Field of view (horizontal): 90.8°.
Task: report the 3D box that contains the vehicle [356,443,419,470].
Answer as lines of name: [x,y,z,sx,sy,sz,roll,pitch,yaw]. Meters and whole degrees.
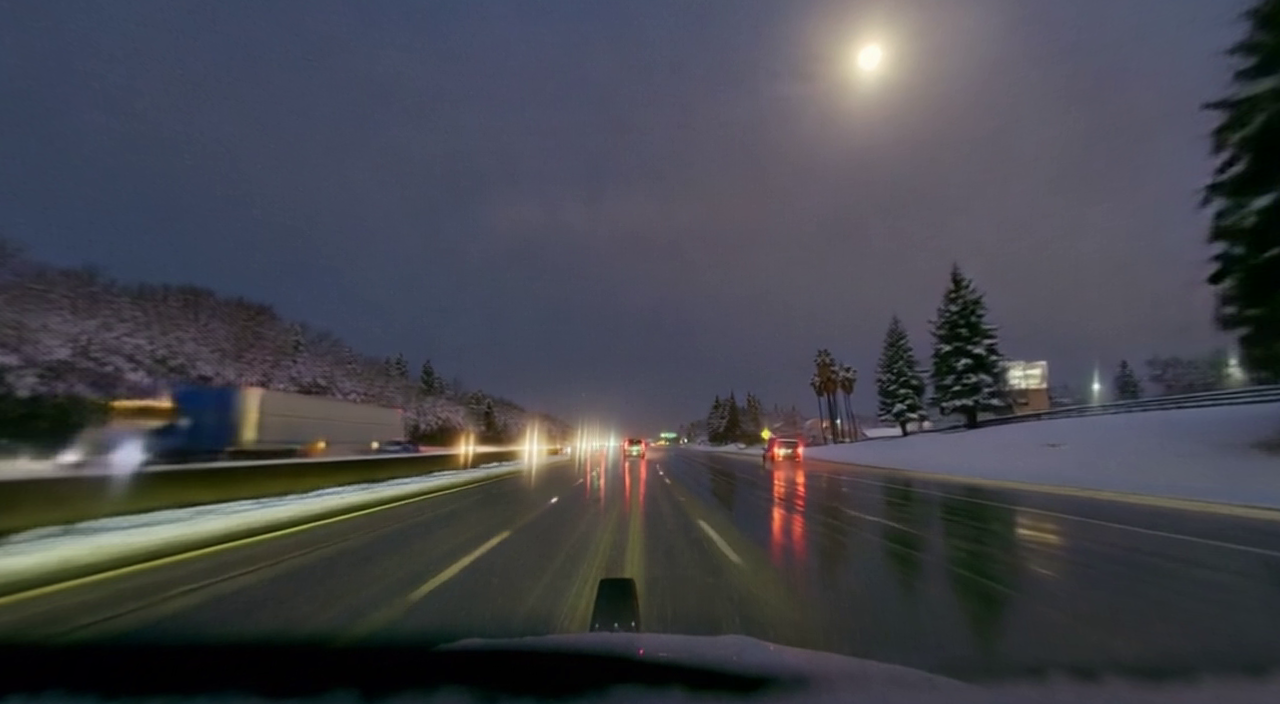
vehicle: [-15.195,6.269,38.266,1.971,1.513,4.347,0,-8,1]

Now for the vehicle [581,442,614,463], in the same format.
vehicle: [-3.230,7.769,48.972,2.154,1.530,4.519,0,-8,1]

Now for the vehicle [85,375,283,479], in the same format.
vehicle: [-19.428,3.358,27.656,3.488,3.967,6.591,0,-8,1]

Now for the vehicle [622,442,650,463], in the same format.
vehicle: [-0.280,7.592,47.945,1.977,1.513,3.546,0,-8,0]

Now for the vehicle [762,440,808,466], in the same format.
vehicle: [10.085,7.023,44.250,2.130,1.703,4.572,0,-8,0]
